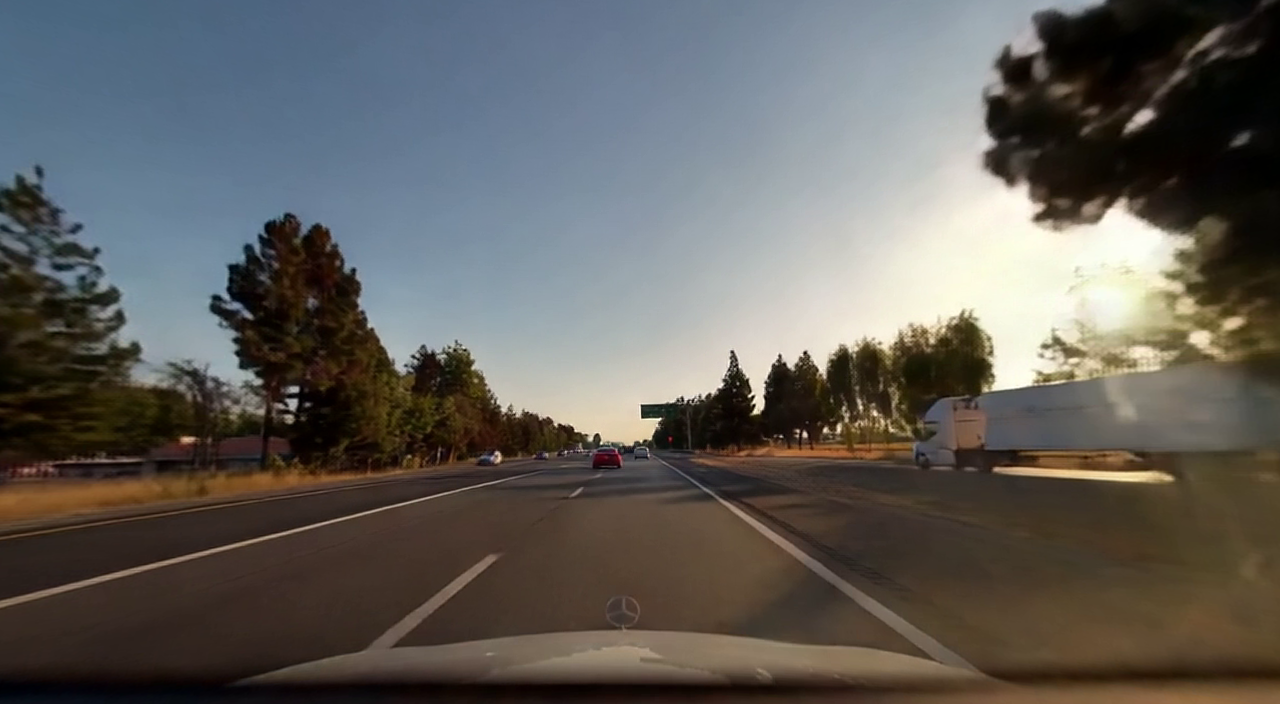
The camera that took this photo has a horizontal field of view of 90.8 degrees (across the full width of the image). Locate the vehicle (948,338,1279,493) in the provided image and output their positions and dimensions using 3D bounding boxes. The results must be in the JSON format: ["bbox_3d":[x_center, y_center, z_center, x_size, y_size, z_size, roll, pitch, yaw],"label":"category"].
[{"bbox_3d":[17.667,2.581,22.982,2.859,4.163,14.784,0,-9,-12],"label":"vehicle"}]

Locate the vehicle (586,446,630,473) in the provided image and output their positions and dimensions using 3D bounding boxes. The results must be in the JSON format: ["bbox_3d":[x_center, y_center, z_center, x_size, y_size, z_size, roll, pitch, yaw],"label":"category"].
[{"bbox_3d":[-1.748,6.110,36.149,2.170,1.451,4.584,0,-8,1],"label":"vehicle"}]
